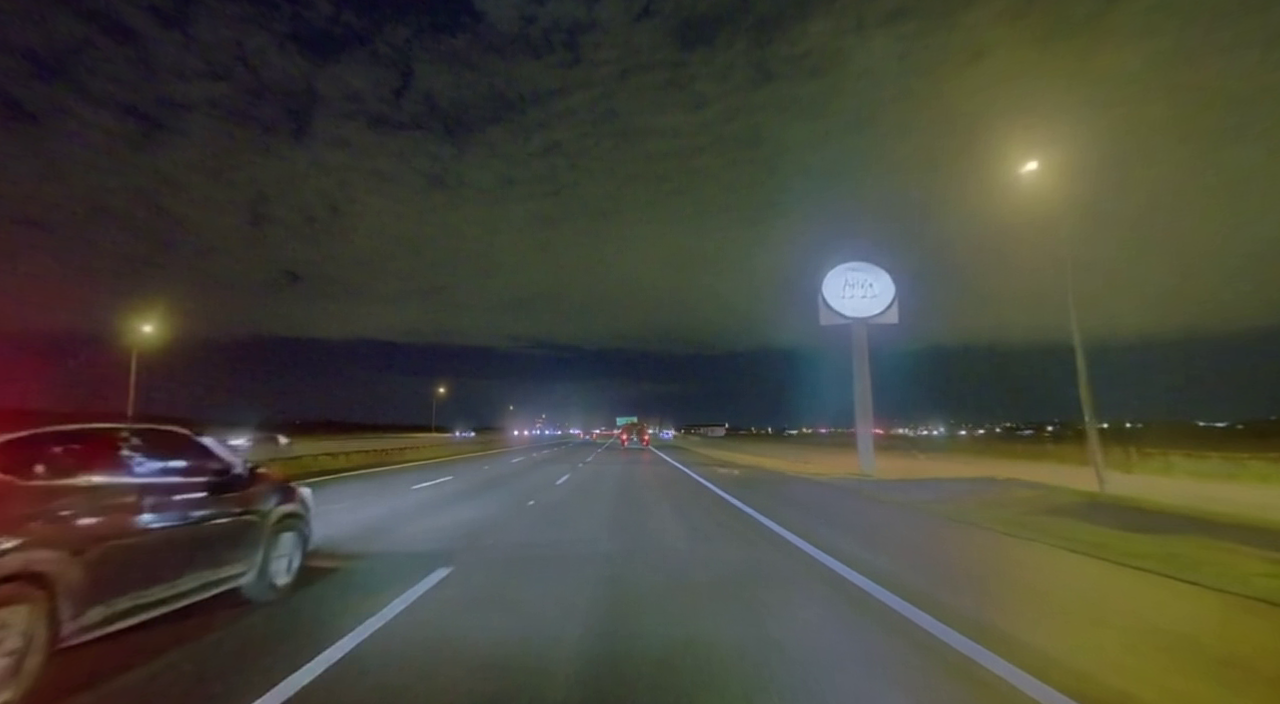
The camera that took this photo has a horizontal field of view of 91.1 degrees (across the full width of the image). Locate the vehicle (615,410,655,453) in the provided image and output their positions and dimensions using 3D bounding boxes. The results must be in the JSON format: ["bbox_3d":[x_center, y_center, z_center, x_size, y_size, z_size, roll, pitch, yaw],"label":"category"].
[{"bbox_3d":[-0.445,5.537,43.690,2.418,2.704,6.445,0,-8,-3],"label":"vehicle"}]

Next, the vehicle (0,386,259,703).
[{"bbox_3d":[-3.591,0.858,2.256,1.955,1.508,3.996,0,-8,-1],"label":"vehicle"}]
